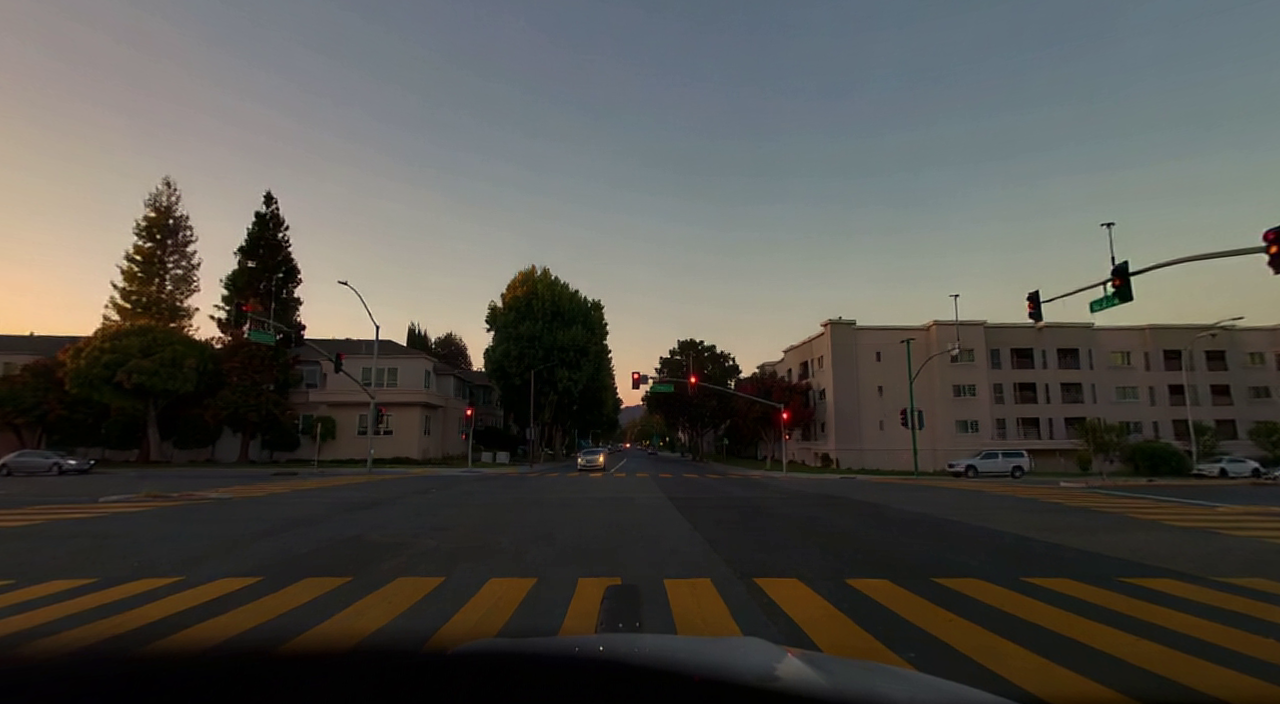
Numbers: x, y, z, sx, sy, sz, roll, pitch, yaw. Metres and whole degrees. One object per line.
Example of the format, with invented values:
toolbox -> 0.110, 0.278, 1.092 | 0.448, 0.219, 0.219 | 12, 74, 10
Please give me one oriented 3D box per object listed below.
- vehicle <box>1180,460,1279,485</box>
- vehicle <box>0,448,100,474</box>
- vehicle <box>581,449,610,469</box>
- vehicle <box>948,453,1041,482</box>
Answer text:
vehicle -> 36.218, 7.317, 38.299 | 4.976, 1.428, 1.929 | 0, -8, -2
vehicle -> -35.135, 6.419, 37.186 | 4.741, 1.447, 1.807 | 0, -9, 0
vehicle -> -3.442, 8.360, 49.211 | 1.908, 1.441, 4.142 | 0, -8, 1
vehicle -> 21.106, 6.880, 37.587 | 4.447, 1.623, 1.801 | 0, -8, -3
